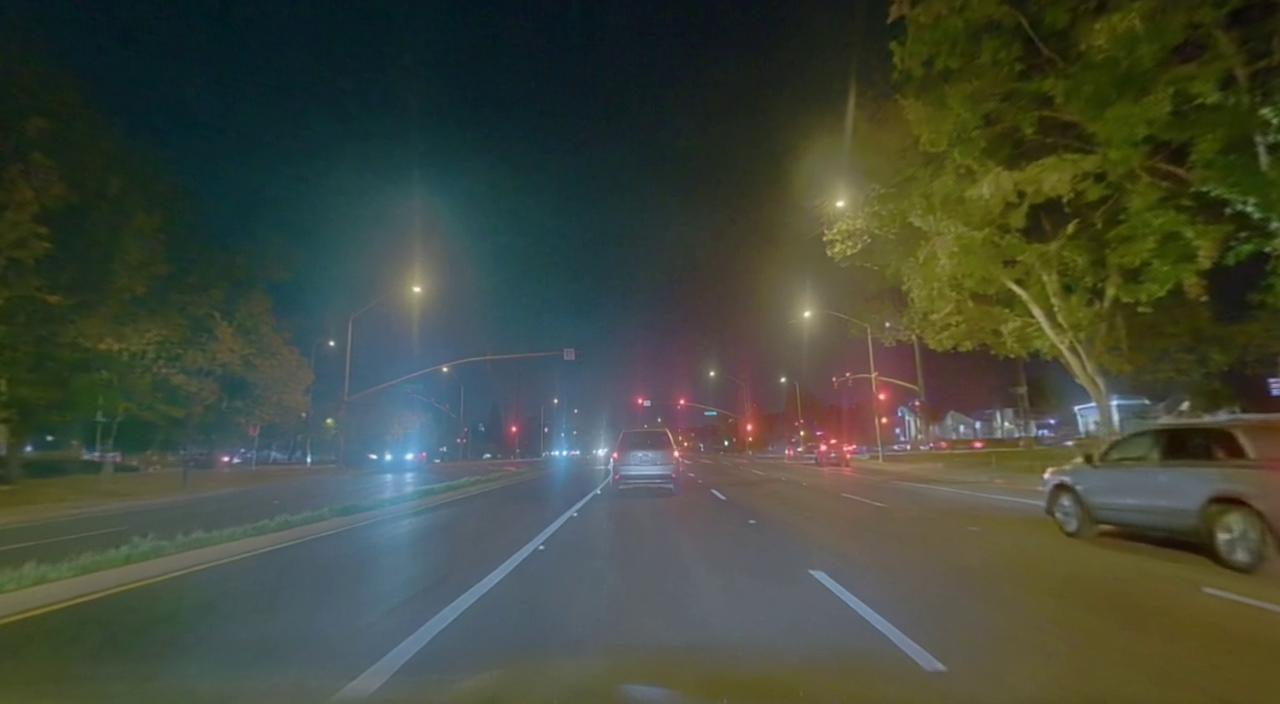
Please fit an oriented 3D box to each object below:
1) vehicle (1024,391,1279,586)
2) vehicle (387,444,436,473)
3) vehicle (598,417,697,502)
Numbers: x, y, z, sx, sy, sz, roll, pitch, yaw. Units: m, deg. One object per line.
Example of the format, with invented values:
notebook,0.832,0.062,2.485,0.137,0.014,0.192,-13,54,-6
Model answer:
vehicle,6.908,1.438,7.087,2.447,1.707,4.396,0,-9,1
vehicle,-13.951,6.425,38.481,2.209,1.627,4.582,4,-10,-26
vehicle,0.224,2.845,16.982,2.267,1.926,4.708,0,-9,1
